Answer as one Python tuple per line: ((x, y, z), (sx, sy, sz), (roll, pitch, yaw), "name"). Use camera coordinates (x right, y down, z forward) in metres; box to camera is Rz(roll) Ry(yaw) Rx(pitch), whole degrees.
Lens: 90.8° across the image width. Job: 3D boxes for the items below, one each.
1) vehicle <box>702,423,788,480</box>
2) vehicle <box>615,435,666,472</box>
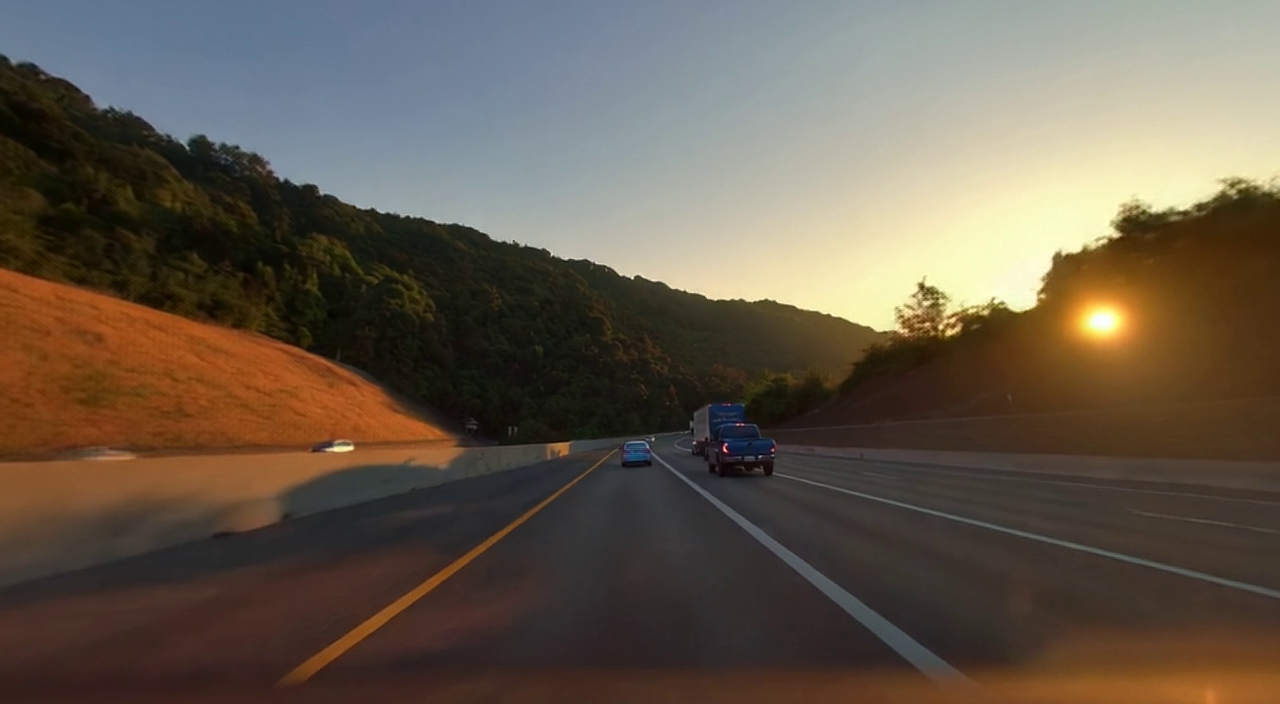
((3.553, 3.490, 22.348), (2.098, 1.794, 4.561), (0, -9, -2), "vehicle")
((-0.008, 4.404, 27.667), (2.083, 1.477, 3.965), (0, -8, -1), "vehicle")
